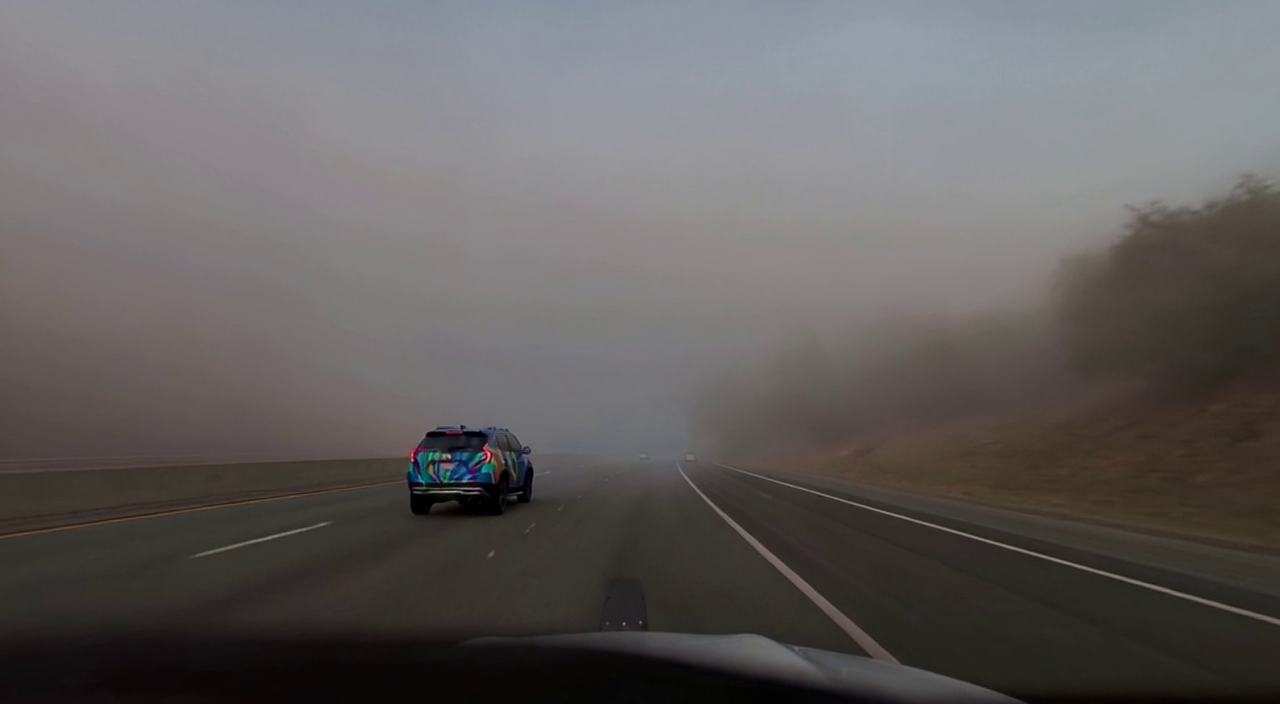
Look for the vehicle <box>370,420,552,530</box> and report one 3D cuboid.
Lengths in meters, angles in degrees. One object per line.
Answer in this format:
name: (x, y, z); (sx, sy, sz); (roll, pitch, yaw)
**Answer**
vehicle: (-3.331, 2.403, 12.938); (2.183, 1.803, 4.685); (0, -8, 2)
